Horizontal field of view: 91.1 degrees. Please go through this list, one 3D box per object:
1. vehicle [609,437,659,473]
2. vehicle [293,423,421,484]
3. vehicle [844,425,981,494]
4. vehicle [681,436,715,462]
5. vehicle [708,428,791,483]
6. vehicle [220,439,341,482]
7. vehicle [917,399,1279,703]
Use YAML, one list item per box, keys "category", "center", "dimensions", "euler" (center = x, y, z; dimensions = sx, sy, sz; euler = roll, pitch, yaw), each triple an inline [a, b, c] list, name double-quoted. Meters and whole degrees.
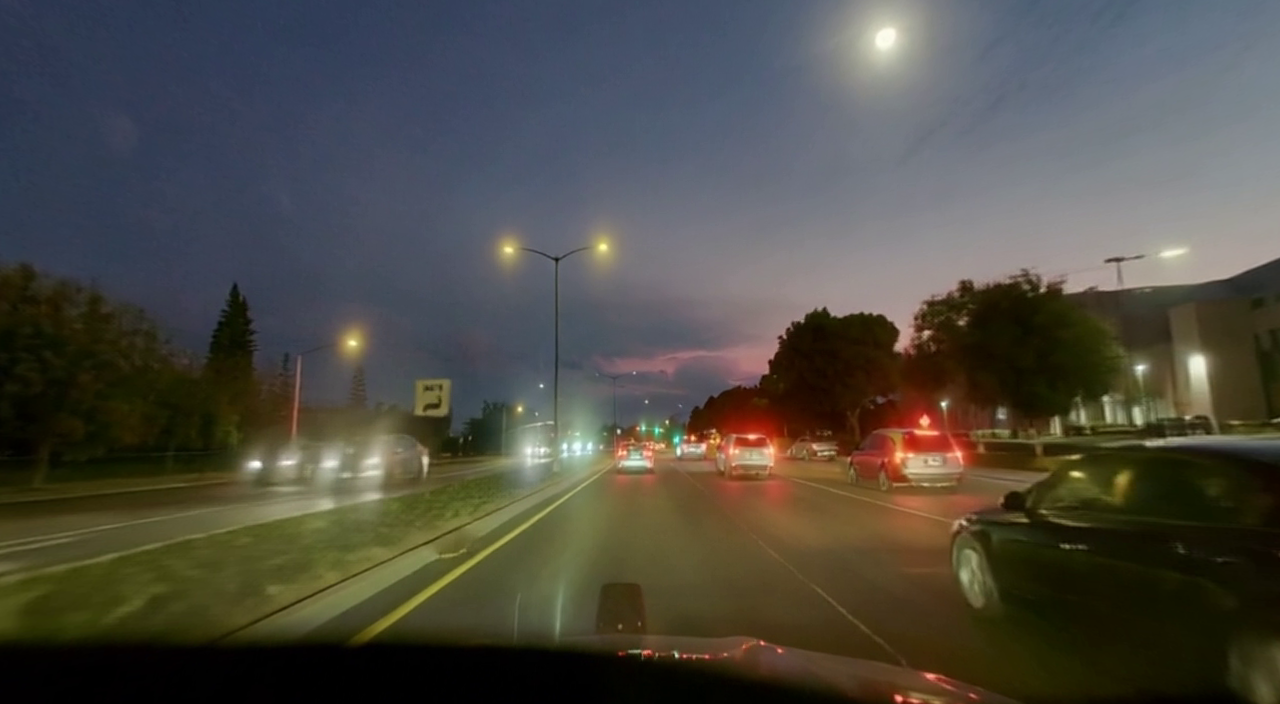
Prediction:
- category: "vehicle"
  center: [-0.234, 4.731, 28.879]
  dimensions: [2.111, 1.506, 4.018]
  euler: [0, -9, 0]
- category: "vehicle"
  center: [-8.166, 2.981, 18.549]
  dimensions: [1.939, 1.574, 3.820]
  euler: [0, -9, 0]
- category: "vehicle"
  center: [7.642, 3.068, 18.174]
  dimensions: [2.008, 1.714, 4.407]
  euler: [0, -9, 0]
- category: "vehicle"
  center: [4.021, 6.860, 44.276]
  dimensions: [1.982, 1.709, 4.427]
  euler: [0, -9, -1]
- category: "vehicle"
  center: [3.716, 3.620, 22.067]
  dimensions: [2.130, 1.718, 4.310]
  euler: [0, -9, 0]
- category: "vehicle"
  center: [-15.160, 4.599, 26.919]
  dimensions: [2.054, 1.669, 5.220]
  euler: [0, -9, 0]
- category: "vehicle"
  center: [3.423, 1.057, 3.172]
  dimensions: [2.010, 1.490, 4.639]
  euler: [0, -9, 1]
